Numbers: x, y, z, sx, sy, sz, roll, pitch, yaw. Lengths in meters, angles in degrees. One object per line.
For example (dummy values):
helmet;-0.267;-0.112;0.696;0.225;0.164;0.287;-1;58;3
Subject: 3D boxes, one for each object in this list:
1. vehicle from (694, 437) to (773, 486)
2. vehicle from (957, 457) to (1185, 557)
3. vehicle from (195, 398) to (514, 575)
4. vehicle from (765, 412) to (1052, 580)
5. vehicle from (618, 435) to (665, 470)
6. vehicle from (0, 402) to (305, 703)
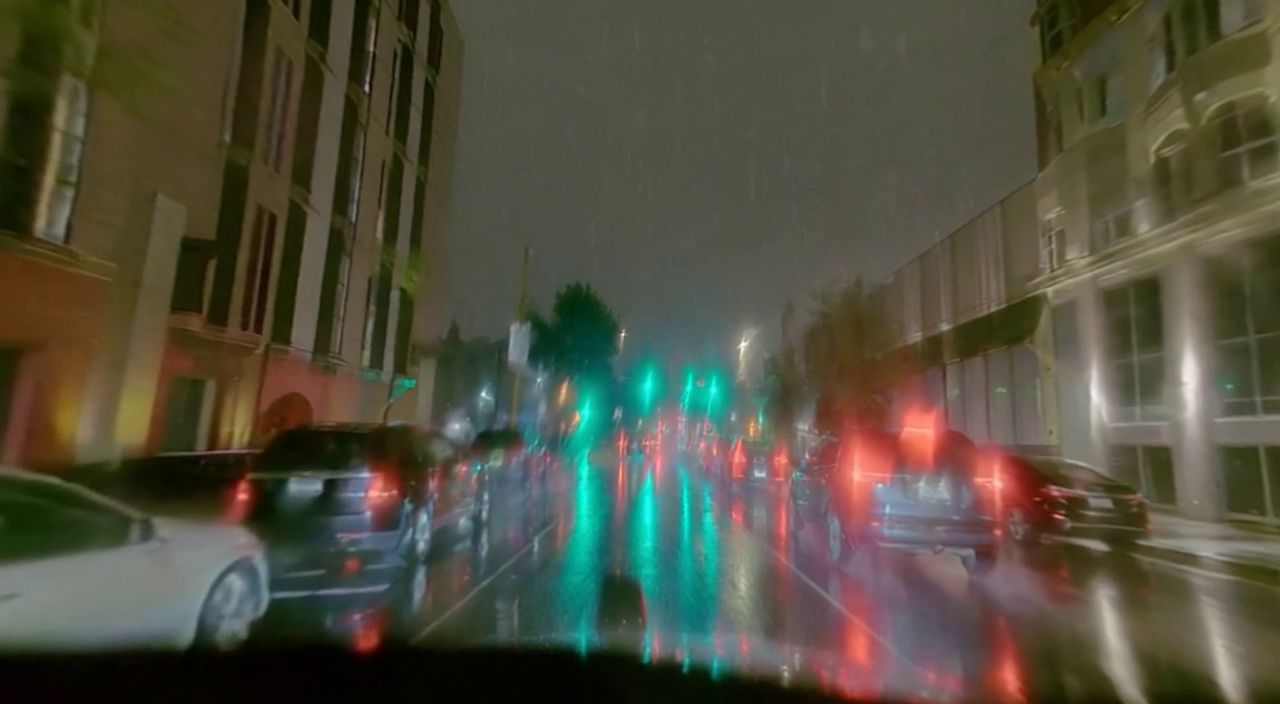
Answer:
vehicle;3.076;3.682;21.549;1.966;1.475;4.528;0;-8;-1
vehicle;8.824;3.133;13.431;1.893;1.663;4.257;0;-8;1
vehicle;-3.260;1.638;8.461;2.128;1.725;4.471;0;-8;1
vehicle;3.230;1.815;8.806;2.002;1.707;4.547;0;-8;0
vehicle;0.081;4.620;29.030;2.007;1.460;3.923;0;-8;0
vehicle;-3.146;0.860;1.840;1.926;1.456;4.313;0;-8;0
